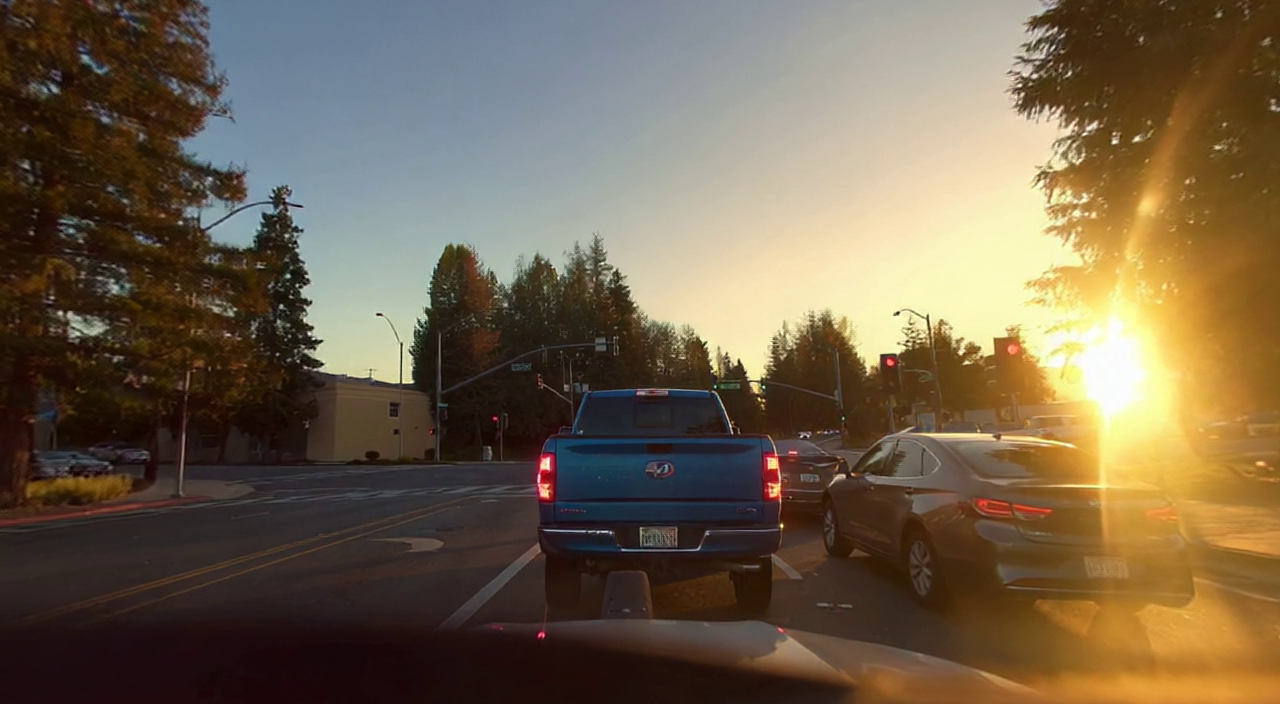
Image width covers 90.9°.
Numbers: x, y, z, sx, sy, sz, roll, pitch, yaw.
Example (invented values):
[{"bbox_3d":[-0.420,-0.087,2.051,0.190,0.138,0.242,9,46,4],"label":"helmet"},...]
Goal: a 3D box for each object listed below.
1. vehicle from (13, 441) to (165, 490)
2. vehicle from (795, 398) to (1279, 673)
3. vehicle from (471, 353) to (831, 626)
[{"bbox_3d":[-21.741,4.467,25.199,2.062,1.764,4.508,0,-8,-2],"label":"vehicle"},{"bbox_3d":[3.332,1.502,6.495,2.155,1.667,5.162,0,-8,0],"label":"vehicle"},{"bbox_3d":[0.102,1.403,7.439,2.636,2.011,5.425,0,-8,1],"label":"vehicle"}]
